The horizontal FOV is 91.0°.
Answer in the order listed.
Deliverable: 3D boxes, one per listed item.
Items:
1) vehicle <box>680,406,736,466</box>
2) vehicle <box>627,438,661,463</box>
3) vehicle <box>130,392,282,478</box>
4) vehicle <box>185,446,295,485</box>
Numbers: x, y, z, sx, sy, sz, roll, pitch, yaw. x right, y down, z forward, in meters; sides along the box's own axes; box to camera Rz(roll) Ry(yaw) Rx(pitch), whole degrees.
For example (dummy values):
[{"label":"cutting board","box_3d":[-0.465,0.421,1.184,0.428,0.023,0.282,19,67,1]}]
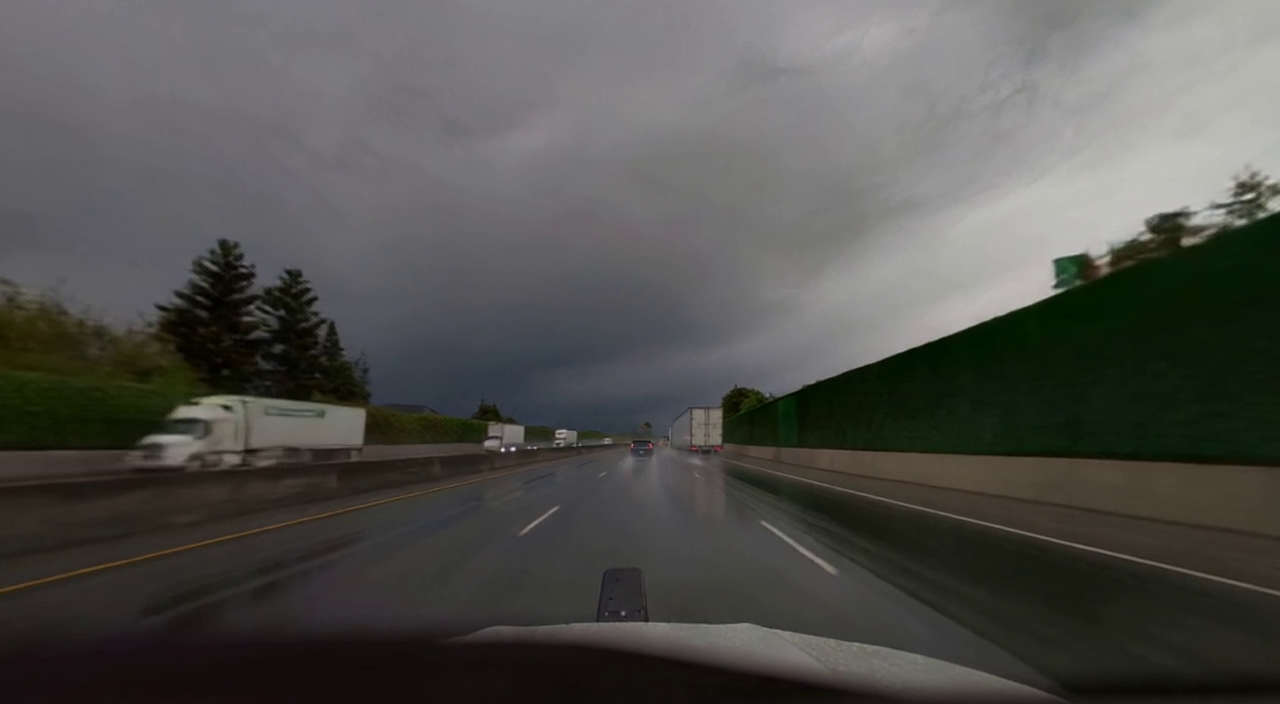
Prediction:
[{"label":"vehicle","box_3d":[4.106,5.354,39.731,2.742,3.383,8.285,0,-8,1]},{"label":"vehicle","box_3d":[0.322,7.280,46.844,2.389,1.760,4.473,0,-8,1]},{"label":"vehicle","box_3d":[-21.171,4.138,31.256,2.976,3.849,6.089,0,-8,0]},{"label":"vehicle","box_3d":[-16.742,4.730,26.627,1.854,1.460,4.211,0,-8,1]}]
